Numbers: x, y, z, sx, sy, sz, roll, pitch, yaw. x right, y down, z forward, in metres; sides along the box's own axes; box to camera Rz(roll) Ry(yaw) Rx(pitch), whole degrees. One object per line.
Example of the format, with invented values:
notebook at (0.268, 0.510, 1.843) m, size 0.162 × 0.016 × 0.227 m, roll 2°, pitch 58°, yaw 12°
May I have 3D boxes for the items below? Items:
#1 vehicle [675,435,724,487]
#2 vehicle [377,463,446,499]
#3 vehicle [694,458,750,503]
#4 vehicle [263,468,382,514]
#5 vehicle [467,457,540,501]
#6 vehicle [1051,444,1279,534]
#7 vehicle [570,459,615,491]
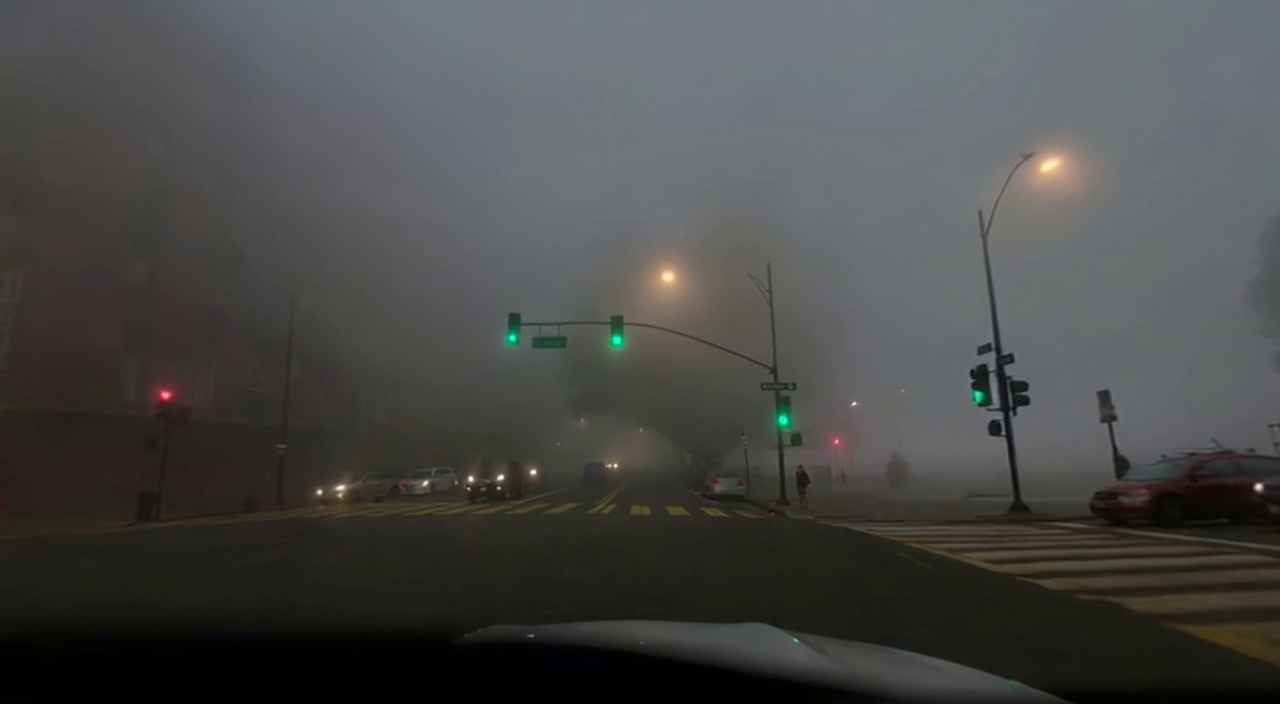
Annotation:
vehicle at (4.241, 7.944, 46.518) m, size 2.989 × 3.455 × 7.975 m, roll 0°, pitch -8°, yaw 1°
vehicle at (-11.733, 6.615, 32.604) m, size 1.933 × 1.628 × 3.973 m, roll 0°, pitch -8°, yaw 2°
vehicle at (3.616, 5.737, 28.470) m, size 1.924 × 1.765 × 3.954 m, roll 0°, pitch -8°, yaw -1°
vehicle at (-12.158, 5.324, 24.544) m, size 1.934 × 1.434 × 4.636 m, roll -1°, pitch -8°, yaw 4°
vehicle at (-5.594, 5.250, 26.392) m, size 1.942 × 1.559 × 4.298 m, roll 0°, pitch -8°, yaw 2°
vehicle at (11.350, 2.763, 13.017) m, size 4.288 × 1.689 × 1.909 m, roll 0°, pitch -9°, yaw 2°
vehicle at (-2.460, 6.493, 33.393) m, size 1.973 × 1.496 × 3.713 m, roll 0°, pitch -8°, yaw 2°
